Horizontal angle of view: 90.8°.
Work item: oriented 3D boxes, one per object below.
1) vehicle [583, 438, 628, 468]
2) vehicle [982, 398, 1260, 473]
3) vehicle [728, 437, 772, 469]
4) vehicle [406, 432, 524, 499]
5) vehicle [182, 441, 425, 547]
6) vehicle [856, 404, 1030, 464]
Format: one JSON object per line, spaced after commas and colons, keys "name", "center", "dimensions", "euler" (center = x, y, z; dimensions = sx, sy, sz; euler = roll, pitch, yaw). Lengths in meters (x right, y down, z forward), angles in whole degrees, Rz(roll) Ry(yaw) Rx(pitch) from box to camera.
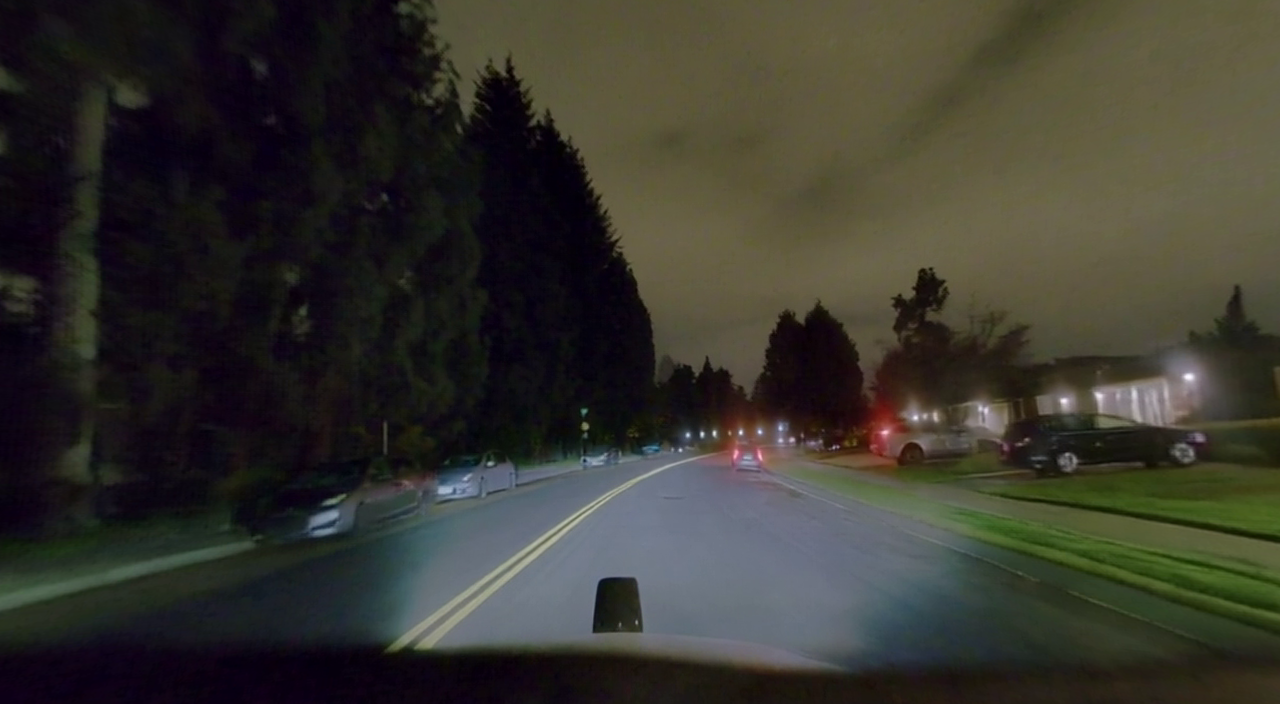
{"name": "vehicle", "center": [-2.138, 6.470, 40.184], "dimensions": [2.005, 1.557, 4.172], "euler": [-3, -14, 8]}
{"name": "vehicle", "center": [10.855, 1.924, 14.571], "dimensions": [4.744, 1.507, 1.953], "euler": [-1, -7, 1]}
{"name": "vehicle", "center": [5.570, 5.149, 32.404], "dimensions": [1.972, 1.460, 4.137], "euler": [-2, -8, 7]}
{"name": "vehicle", "center": [-5.012, 3.494, 18.809], "dimensions": [1.972, 1.536, 4.347], "euler": [-4, -15, 4]}
{"name": "vehicle", "center": [-5.660, 2.568, 11.389], "dimensions": [1.886, 1.494, 4.149], "euler": [-2, -13, 3]}
{"name": "vehicle", "center": [10.444, 2.901, 22.188], "dimensions": [5.009, 1.906, 2.046], "euler": [-2, -8, 8]}
